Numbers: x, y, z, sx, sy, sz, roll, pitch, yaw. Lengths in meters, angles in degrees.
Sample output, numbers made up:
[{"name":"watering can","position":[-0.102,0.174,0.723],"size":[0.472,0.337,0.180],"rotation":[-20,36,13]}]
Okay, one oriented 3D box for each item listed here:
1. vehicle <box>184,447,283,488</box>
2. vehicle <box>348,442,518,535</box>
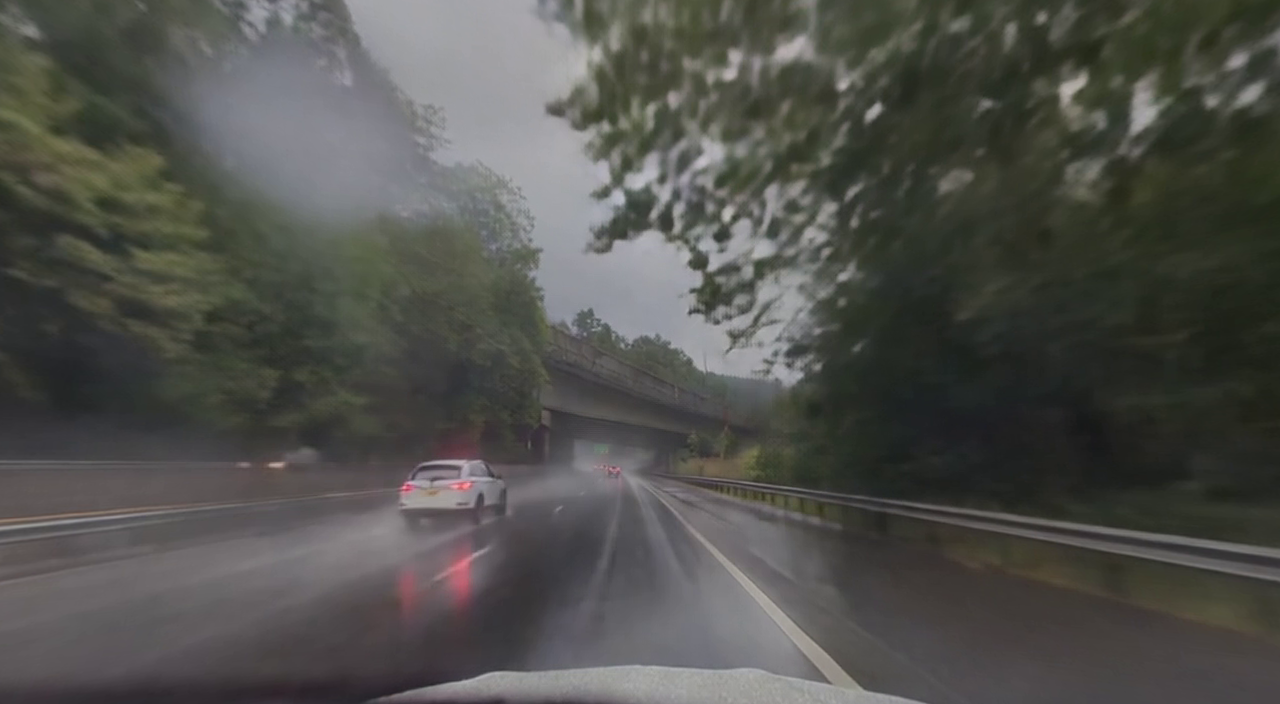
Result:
[{"name":"vehicle","position":[-17.237,4.954,26.939],"size":[1.735,1.581,3.830],"rotation":[1,-11,-2]},{"name":"vehicle","position":[-4.495,3.119,14.767],"size":[2.286,1.757,5.057],"rotation":[1,-11,0]}]
